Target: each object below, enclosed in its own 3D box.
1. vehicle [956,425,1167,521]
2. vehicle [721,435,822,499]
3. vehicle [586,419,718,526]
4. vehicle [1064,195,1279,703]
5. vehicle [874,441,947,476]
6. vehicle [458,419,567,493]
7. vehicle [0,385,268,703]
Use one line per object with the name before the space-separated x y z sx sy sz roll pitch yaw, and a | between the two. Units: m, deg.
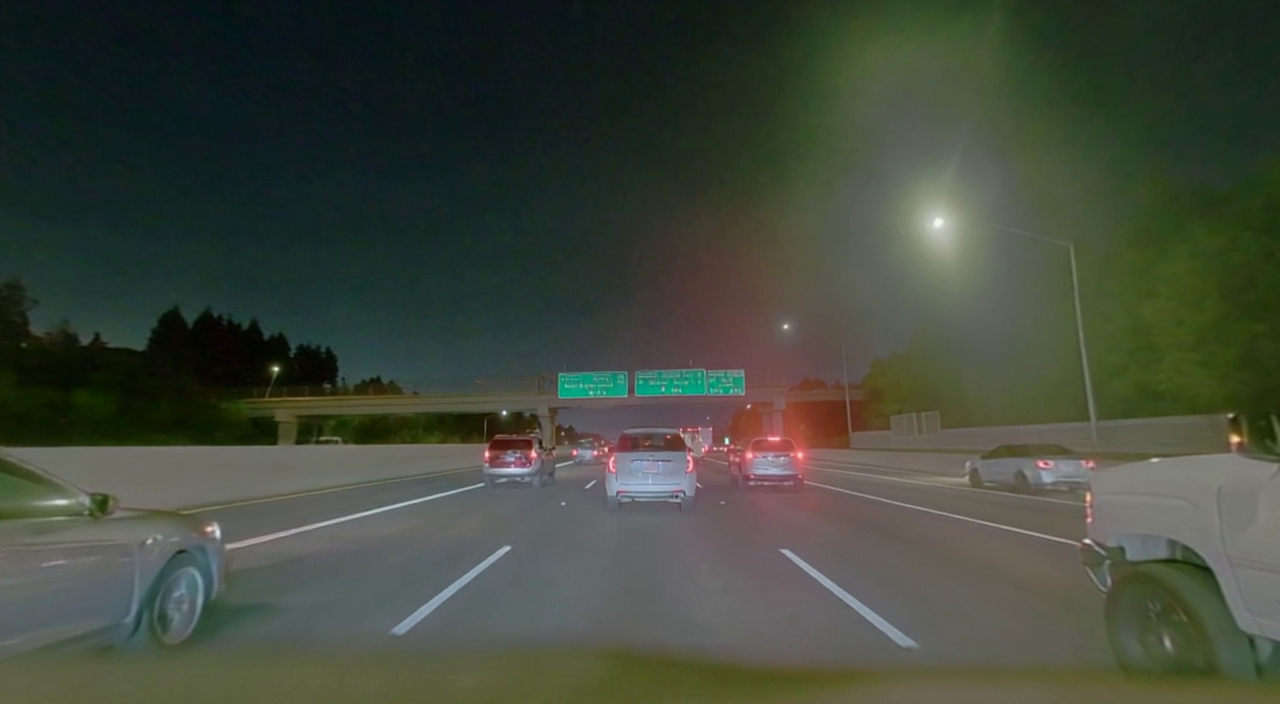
vehicle | 9.109 2.633 14.165 1.977 1.795 4.208 0 -9 4
vehicle | 3.723 3.360 18.764 2.022 1.633 4.651 0 -9 0
vehicle | 0.237 2.328 12.633 2.181 1.756 4.167 0 -9 1
vehicle | 3.551 0.306 0.810 2.300 2.242 5.327 0 -9 1
vehicle | 14.445 5.694 33.948 2.085 1.754 4.466 0 -9 2
vehicle | -3.994 3.434 21.092 2.212 2.101 6.052 0 -9 1
vehicle | -3.705 0.837 2.053 2.014 1.579 4.761 0 -9 1
